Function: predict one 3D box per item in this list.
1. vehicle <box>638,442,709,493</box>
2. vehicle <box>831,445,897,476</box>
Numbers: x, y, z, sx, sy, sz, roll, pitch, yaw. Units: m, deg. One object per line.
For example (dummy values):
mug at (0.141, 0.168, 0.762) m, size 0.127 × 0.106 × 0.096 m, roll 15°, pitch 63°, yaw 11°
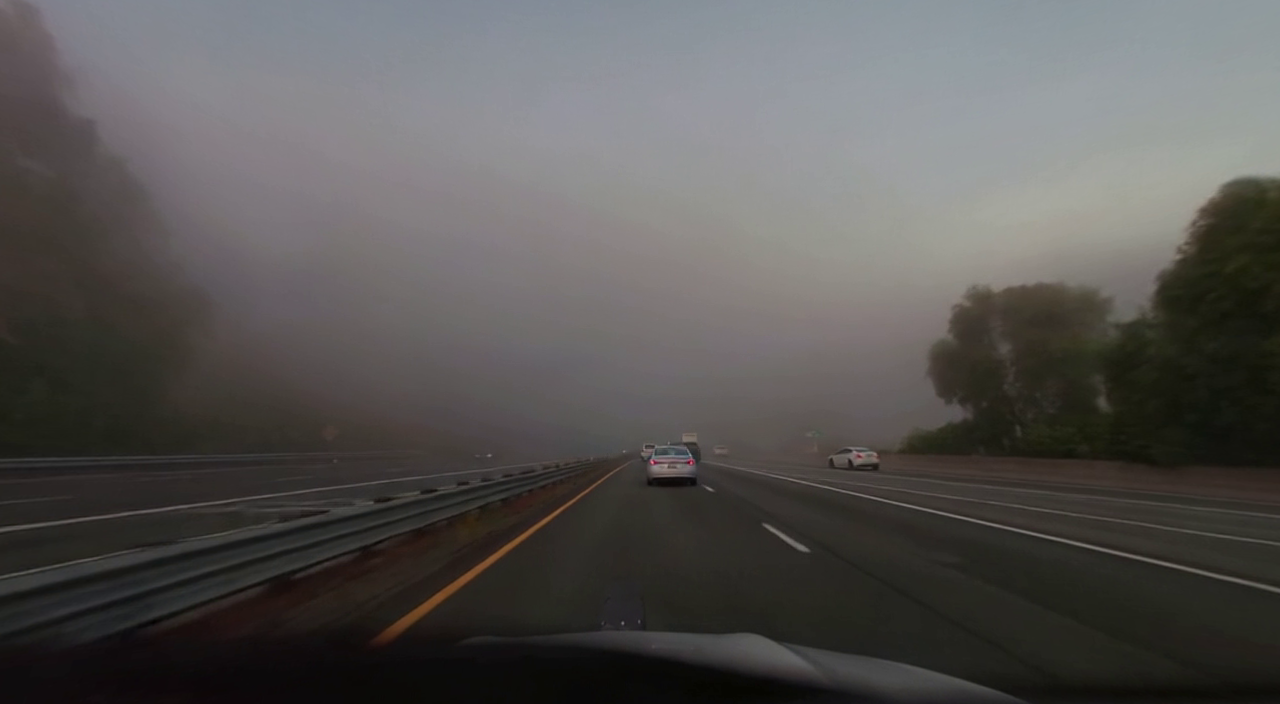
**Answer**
vehicle at (0.972, 3.699, 20.537) m, size 2.053 × 1.483 × 4.185 m, roll 0°, pitch -9°, yaw 0°
vehicle at (11.653, 5.647, 33.015) m, size 1.926 × 1.483 × 3.528 m, roll 0°, pitch -9°, yaw -4°
